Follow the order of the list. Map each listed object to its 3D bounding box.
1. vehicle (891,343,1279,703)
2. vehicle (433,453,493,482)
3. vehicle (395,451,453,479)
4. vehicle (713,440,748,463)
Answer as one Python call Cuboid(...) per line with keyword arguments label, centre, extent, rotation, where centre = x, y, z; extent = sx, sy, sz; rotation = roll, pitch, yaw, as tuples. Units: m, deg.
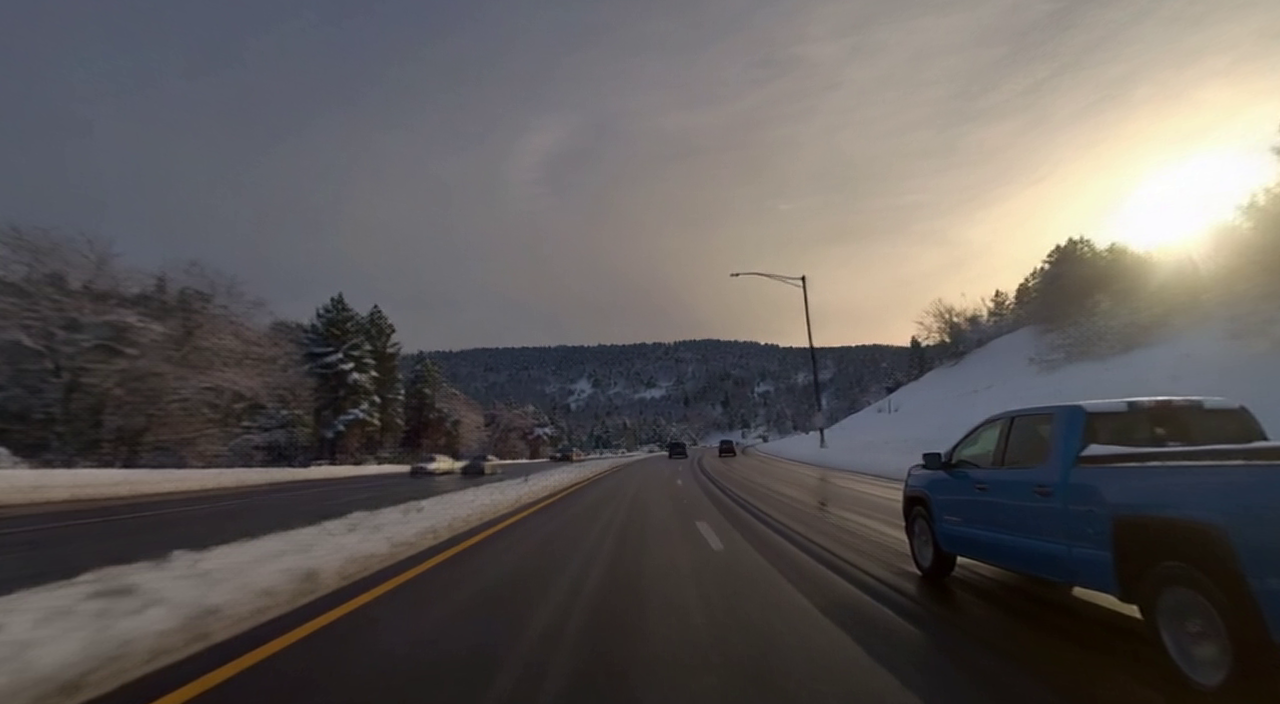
Cuboid(label="vehicle", centre=(3.773, 1.090, 4.295), extent=(2.151, 1.744, 4.709), rotation=(0, -9, 0))
Cuboid(label="vehicle", centre=(-9.770, 6.365, 35.213), extent=(1.845, 1.453, 4.531), rotation=(-1, -9, 3))
Cuboid(label="vehicle", centre=(-13.594, 7.124, 40.059), extent=(1.903, 1.583, 4.260), rotation=(-1, -9, 4))
Cuboid(label="vehicle", centre=(6.684, 7.389, 46.985), extent=(2.249, 1.635, 4.118), rotation=(-1, -9, 4))
